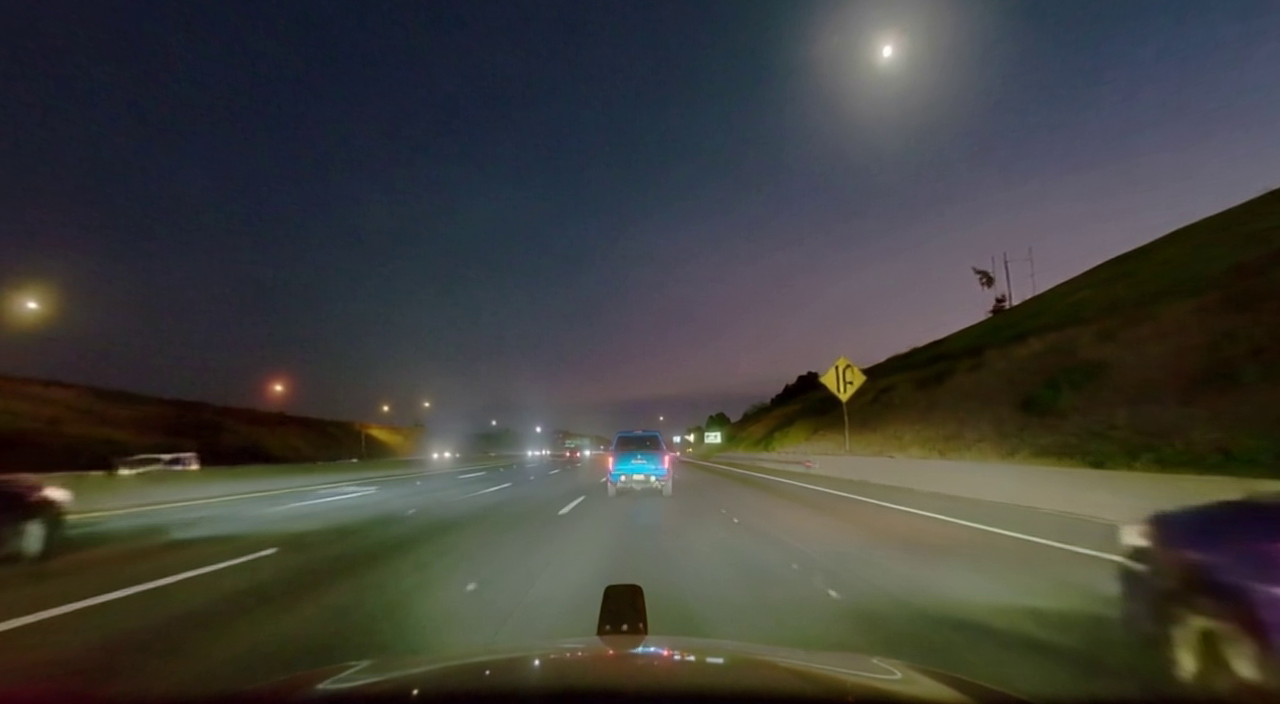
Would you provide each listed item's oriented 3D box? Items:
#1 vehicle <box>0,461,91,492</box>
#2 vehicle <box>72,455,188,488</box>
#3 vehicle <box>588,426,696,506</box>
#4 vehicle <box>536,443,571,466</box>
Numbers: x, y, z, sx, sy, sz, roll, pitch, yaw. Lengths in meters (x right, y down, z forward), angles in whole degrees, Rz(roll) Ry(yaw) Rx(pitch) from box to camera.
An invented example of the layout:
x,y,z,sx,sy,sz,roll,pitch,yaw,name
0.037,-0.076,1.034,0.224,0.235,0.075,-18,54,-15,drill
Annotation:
x,y,z,sx,sy,sz,roll,pitch,yaw,name
-32.041,6.568,33.521,1.766,1.428,4.355,0,-9,0,vehicle
-24.584,5.730,30.617,2.093,1.419,4.204,0,-9,1,vehicle
0.062,2.925,16.561,2.447,1.804,4.273,0,-9,1,vehicle
-6.746,8.052,49.599,2.024,1.706,4.462,0,-9,1,vehicle
